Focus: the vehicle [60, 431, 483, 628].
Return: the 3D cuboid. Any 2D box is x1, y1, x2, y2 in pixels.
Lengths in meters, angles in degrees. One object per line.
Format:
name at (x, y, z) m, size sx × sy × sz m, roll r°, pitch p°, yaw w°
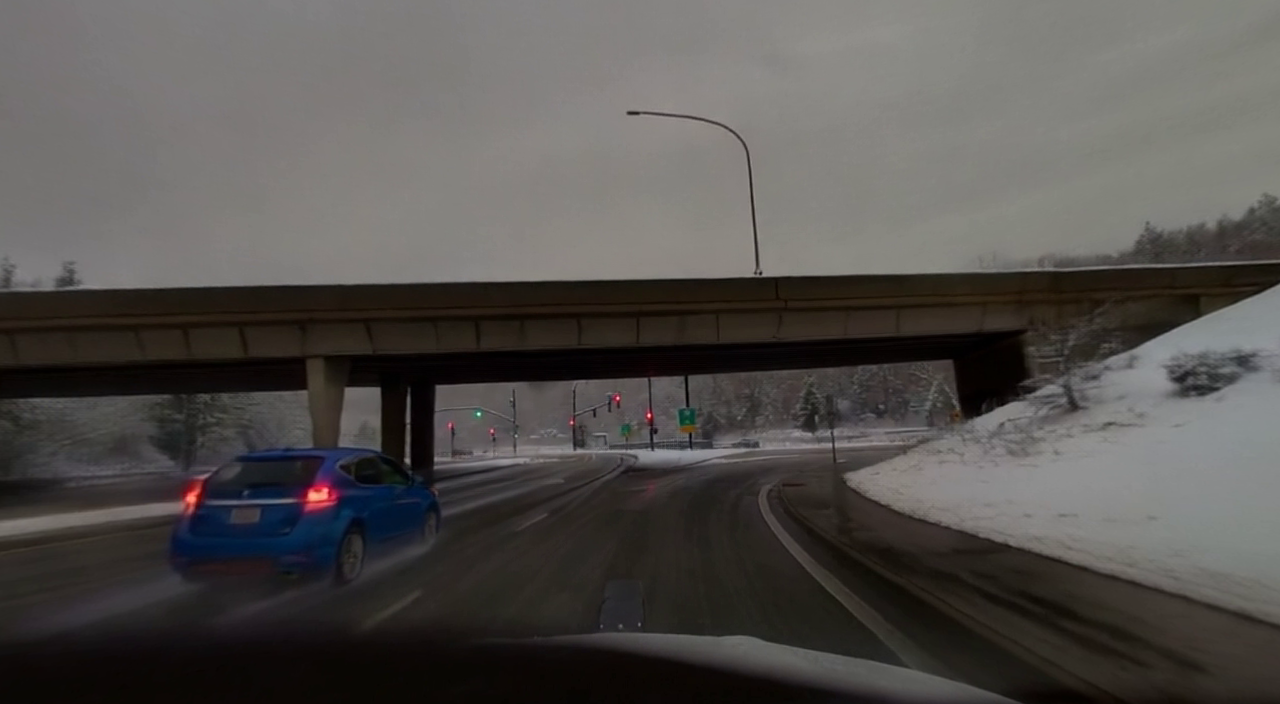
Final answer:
vehicle at (-3.369, 1.713, 7.125) m, size 1.963 × 1.460 × 4.614 m, roll 0°, pitch -9°, yaw 0°
